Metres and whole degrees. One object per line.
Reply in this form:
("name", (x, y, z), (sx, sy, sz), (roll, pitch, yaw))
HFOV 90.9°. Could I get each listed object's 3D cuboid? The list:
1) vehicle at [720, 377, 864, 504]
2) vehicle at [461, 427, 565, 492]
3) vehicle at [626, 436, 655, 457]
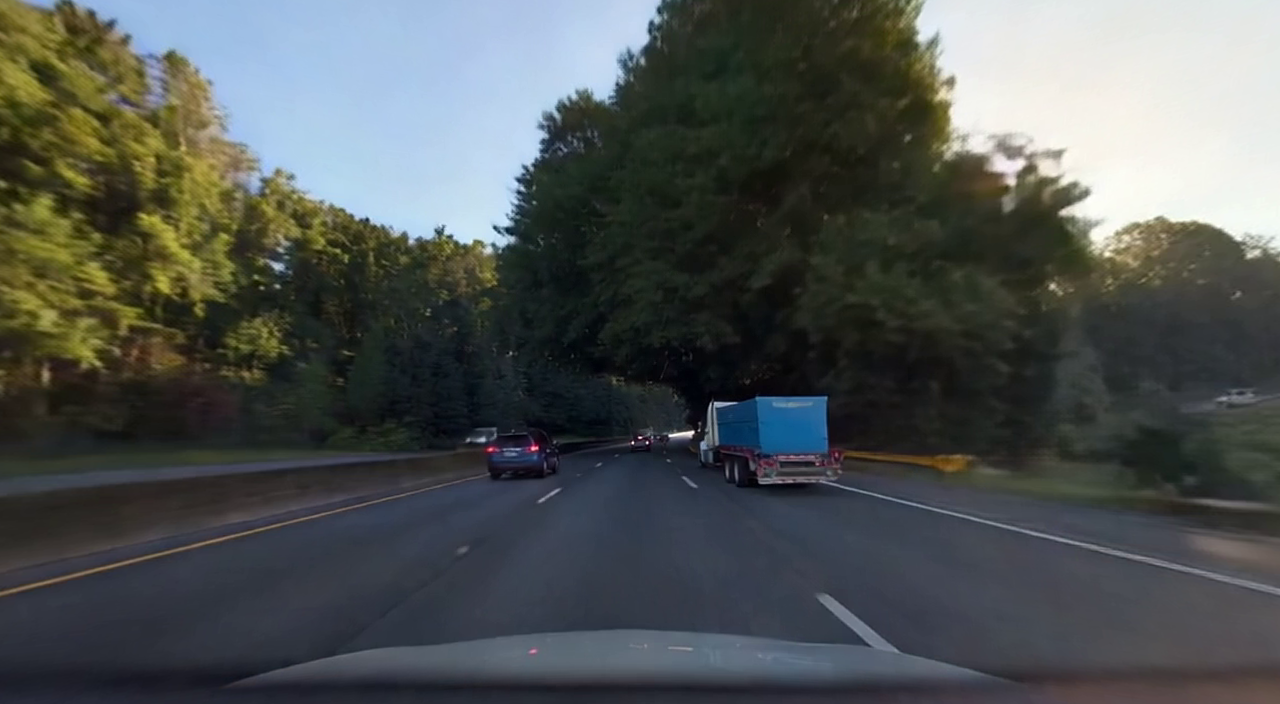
("vehicle", (3.354, 2.071, 14.900), (2.256, 2.568, 4.049), (0, -8, -1))
("vehicle", (-3.395, 2.957, 17.738), (2.008, 1.588, 4.147), (0, -8, 1))
("vehicle", (0.089, 7.323, 49.077), (2.195, 1.529, 4.572), (0, -8, 1))
